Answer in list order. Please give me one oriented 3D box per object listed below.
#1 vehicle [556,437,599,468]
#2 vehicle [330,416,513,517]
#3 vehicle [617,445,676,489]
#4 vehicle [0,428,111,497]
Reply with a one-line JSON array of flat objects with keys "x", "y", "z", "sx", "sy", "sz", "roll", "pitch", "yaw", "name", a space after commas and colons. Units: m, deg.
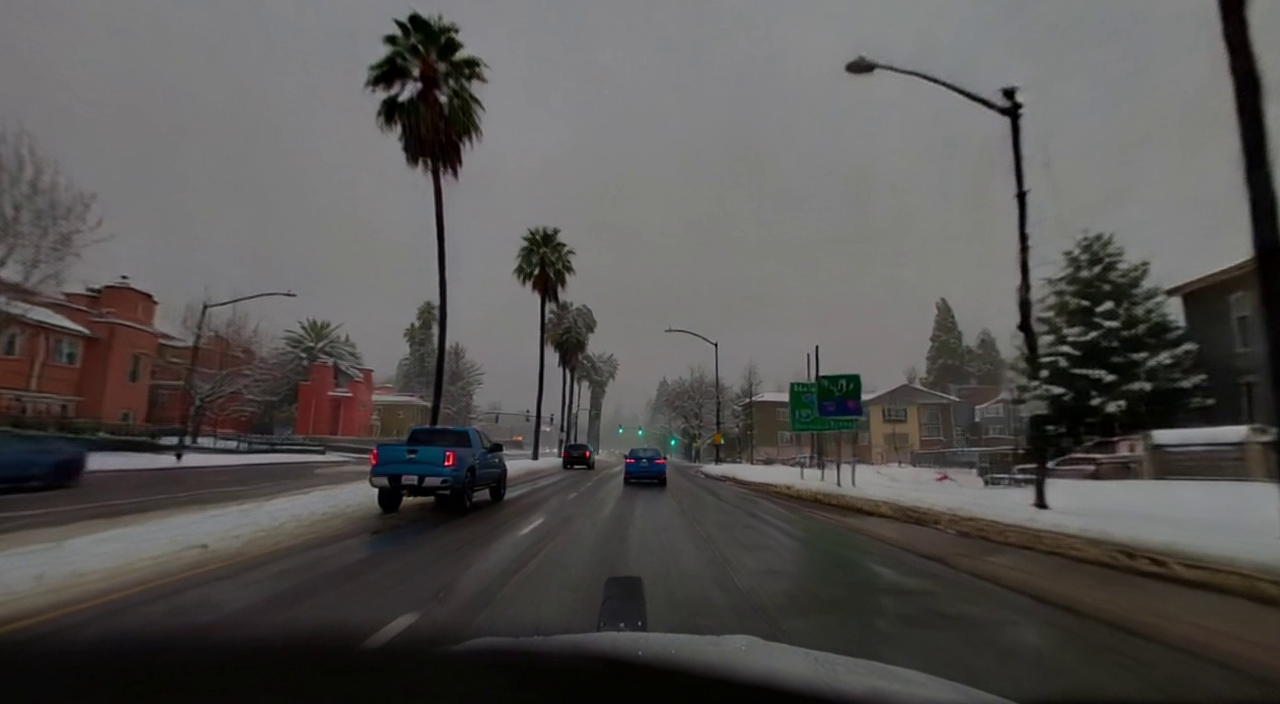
[{"x": -4.473, "y": 7.340, "z": 45.839, "sx": 2.447, "sy": 2.062, "sz": 5.911, "roll": 0, "pitch": -9, "yaw": 1, "name": "vehicle"}, {"x": -4.815, "y": 2.670, "z": 15.148, "sx": 2.187, "sy": 1.904, "sz": 6.103, "roll": 0, "pitch": -9, "yaw": 1, "name": "vehicle"}, {"x": 0.252, "y": 4.496, "z": 24.844, "sx": 2.122, "sy": 1.562, "sz": 4.152, "roll": 0, "pitch": -9, "yaw": 1, "name": "vehicle"}, {"x": -19.223, "y": 3.295, "z": 18.798, "sx": 2.179, "sy": 1.926, "sz": 5.037, "roll": -1, "pitch": -9, "yaw": 3, "name": "vehicle"}]
